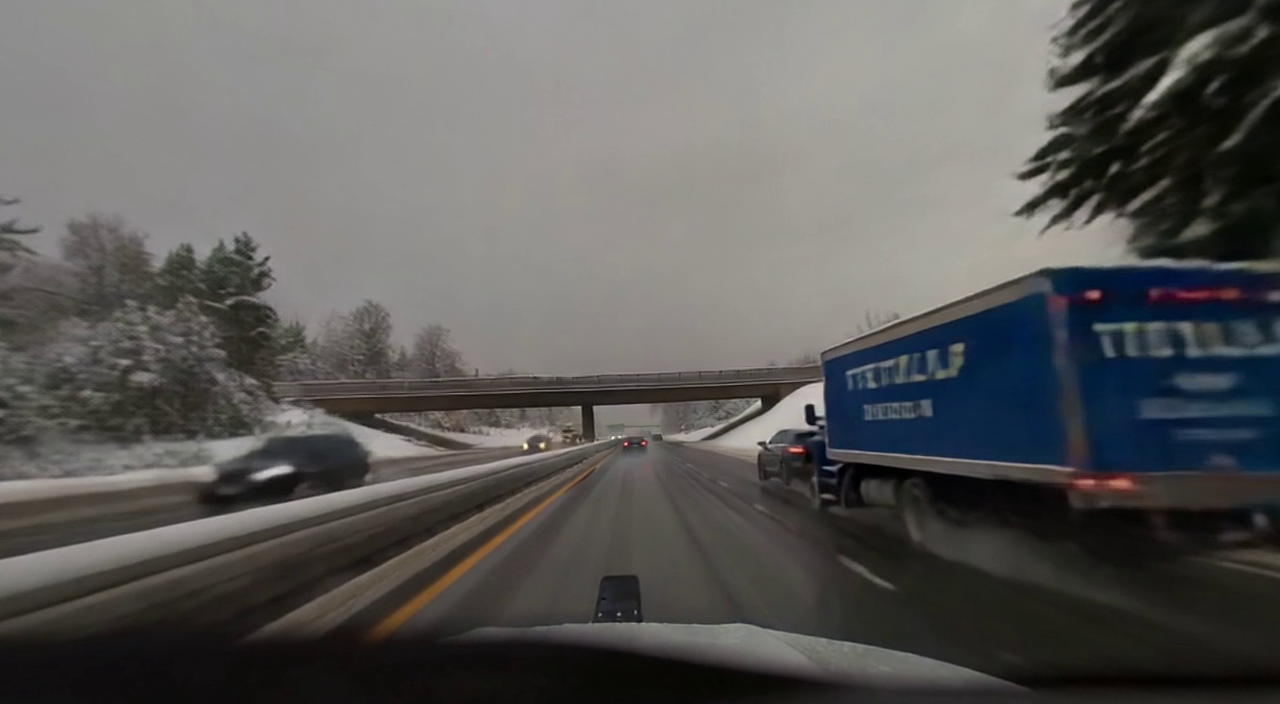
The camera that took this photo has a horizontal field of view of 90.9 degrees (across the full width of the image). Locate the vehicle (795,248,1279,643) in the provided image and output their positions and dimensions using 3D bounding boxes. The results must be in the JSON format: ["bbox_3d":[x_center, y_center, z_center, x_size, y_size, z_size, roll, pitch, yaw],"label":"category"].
[{"bbox_3d":[4.144,1.028,7.695,2.715,2.746,6.550,0,-7,-1],"label":"vehicle"}]

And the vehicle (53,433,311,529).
[{"bbox_3d":[-8.520,2.364,12.329,1.973,1.519,4.176,0,-7,-1],"label":"vehicle"}]

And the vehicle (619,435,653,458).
[{"bbox_3d":[-0.257,5.899,39.460,1.996,1.325,4.029,0,-7,-1],"label":"vehicle"}]
